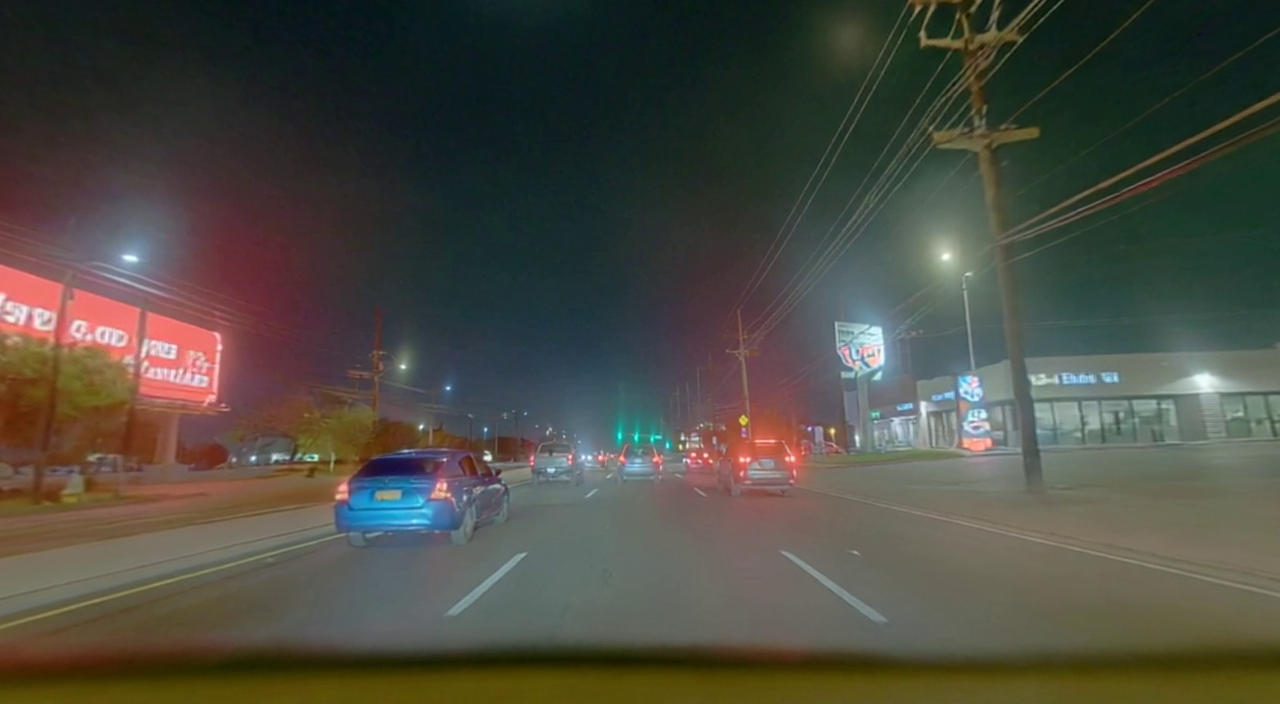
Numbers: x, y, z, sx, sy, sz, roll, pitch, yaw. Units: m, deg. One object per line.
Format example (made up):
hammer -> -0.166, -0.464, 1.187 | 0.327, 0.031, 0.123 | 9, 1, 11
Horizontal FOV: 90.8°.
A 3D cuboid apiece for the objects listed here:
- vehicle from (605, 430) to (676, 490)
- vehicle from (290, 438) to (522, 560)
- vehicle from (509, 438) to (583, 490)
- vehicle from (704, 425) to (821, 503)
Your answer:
vehicle -> 0.009, 3.863, 22.927 | 2.326, 1.925, 4.253 | 0, -8, 0
vehicle -> -3.351, 2.168, 10.192 | 2.022, 1.498, 4.471 | 0, -8, 0
vehicle -> -3.239, 3.943, 22.526 | 2.051, 1.671, 3.861 | 0, -8, 0
vehicle -> 3.297, 3.154, 18.226 | 2.282, 1.897, 4.915 | 0, -8, -1
